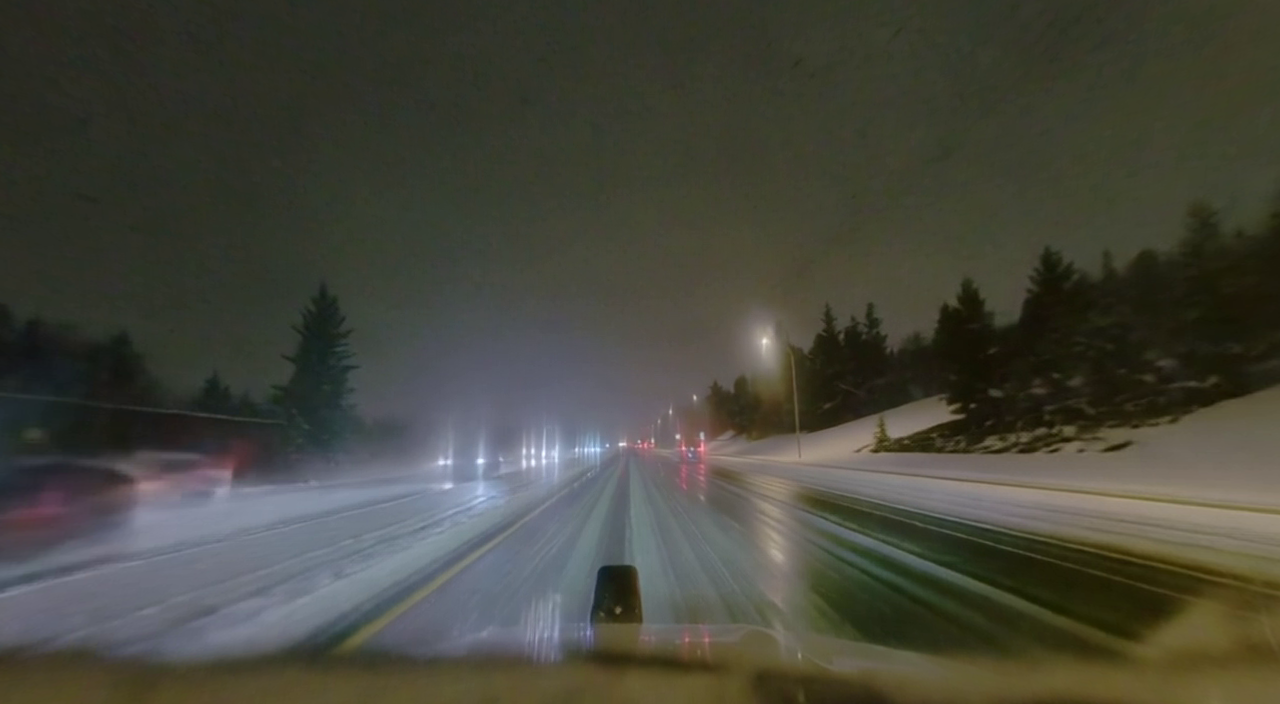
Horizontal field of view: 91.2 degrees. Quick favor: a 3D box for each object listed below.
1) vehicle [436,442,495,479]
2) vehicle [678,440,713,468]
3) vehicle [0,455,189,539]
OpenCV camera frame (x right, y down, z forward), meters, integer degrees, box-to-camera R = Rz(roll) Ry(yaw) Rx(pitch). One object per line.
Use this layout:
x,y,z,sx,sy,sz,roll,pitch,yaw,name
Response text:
-8.852,5.531,32.171,2.032,1.690,4.489,0,-9,-5,vehicle
3.356,6.194,38.253,1.972,1.614,4.025,-1,-9,5,vehicle
-12.921,3.210,14.504,1.920,1.572,4.264,0,-9,-3,vehicle
